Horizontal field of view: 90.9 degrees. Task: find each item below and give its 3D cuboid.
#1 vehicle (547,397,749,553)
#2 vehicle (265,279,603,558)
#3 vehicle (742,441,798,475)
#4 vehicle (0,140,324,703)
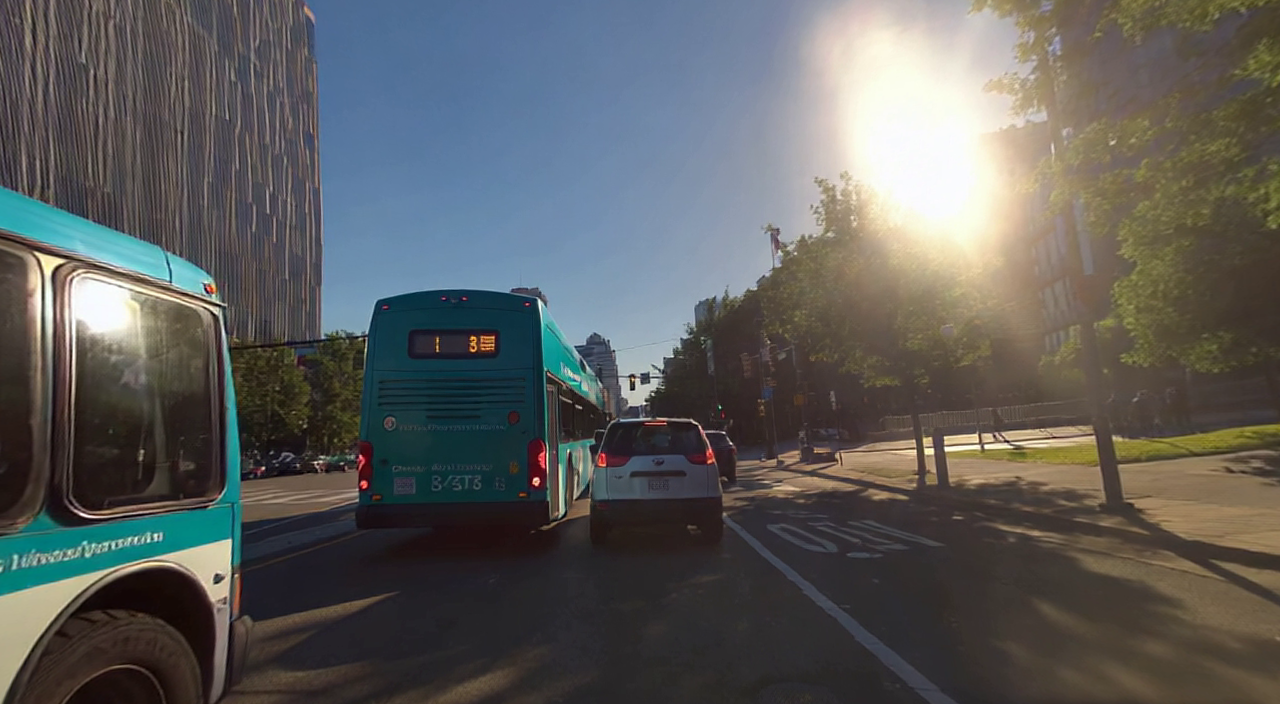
[{"bbox_3d":[0.121,1.856,10.057,2.500,1.912,4.270,0,-9,1],"label":"vehicle"},{"bbox_3d":[-2.903,1.792,14.576,3.042,3.445,13.615,0,-9,1],"label":"vehicle"},{"bbox_3d":[6.183,5.094,30.453,1.919,1.529,4.059,0,-9,1],"label":"vehicle"},{"bbox_3d":[-2.763,0.328,0.229,2.329,2.089,5.659,0,-9,0],"label":"vehicle"}]
